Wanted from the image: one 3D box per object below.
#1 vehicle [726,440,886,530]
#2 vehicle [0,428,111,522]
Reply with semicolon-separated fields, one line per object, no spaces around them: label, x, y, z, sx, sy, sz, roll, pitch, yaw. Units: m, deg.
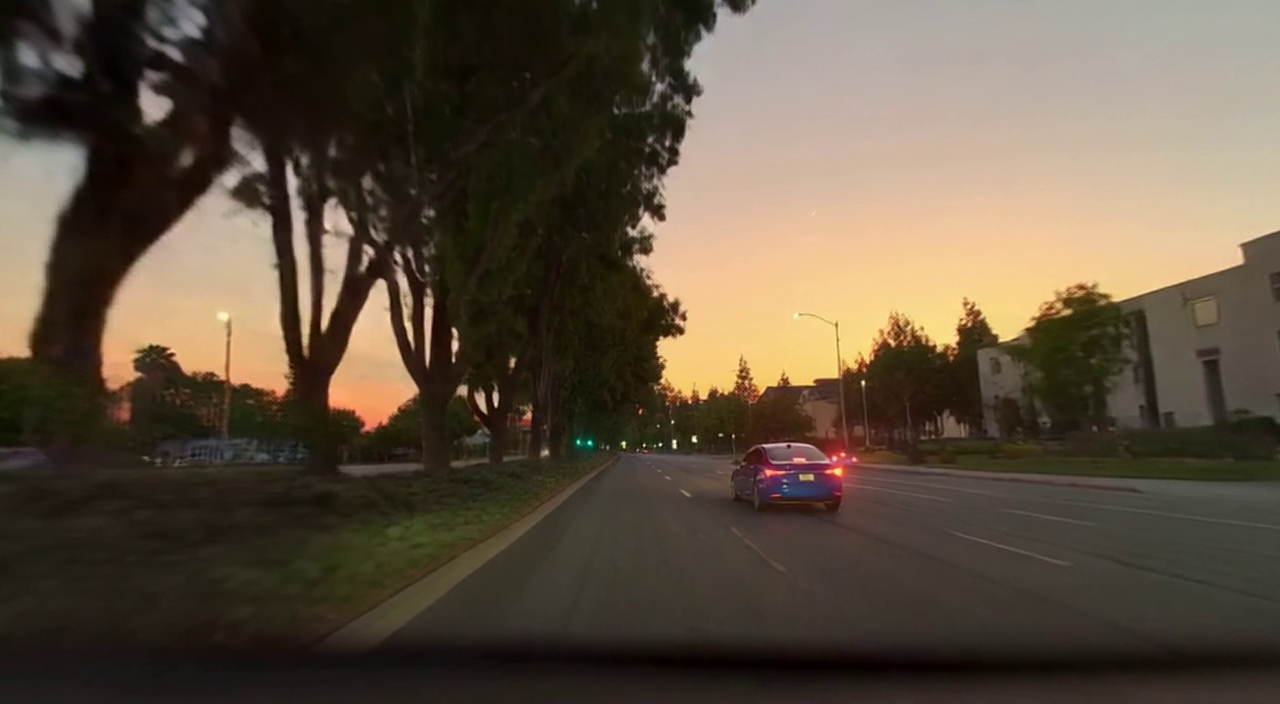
vehicle;3.051;2.526;12.647;1.950;1.473;4.259;0;-8;-1
vehicle;-14.554;2.545;13.050;2.234;1.957;5.941;0;-8;-2
